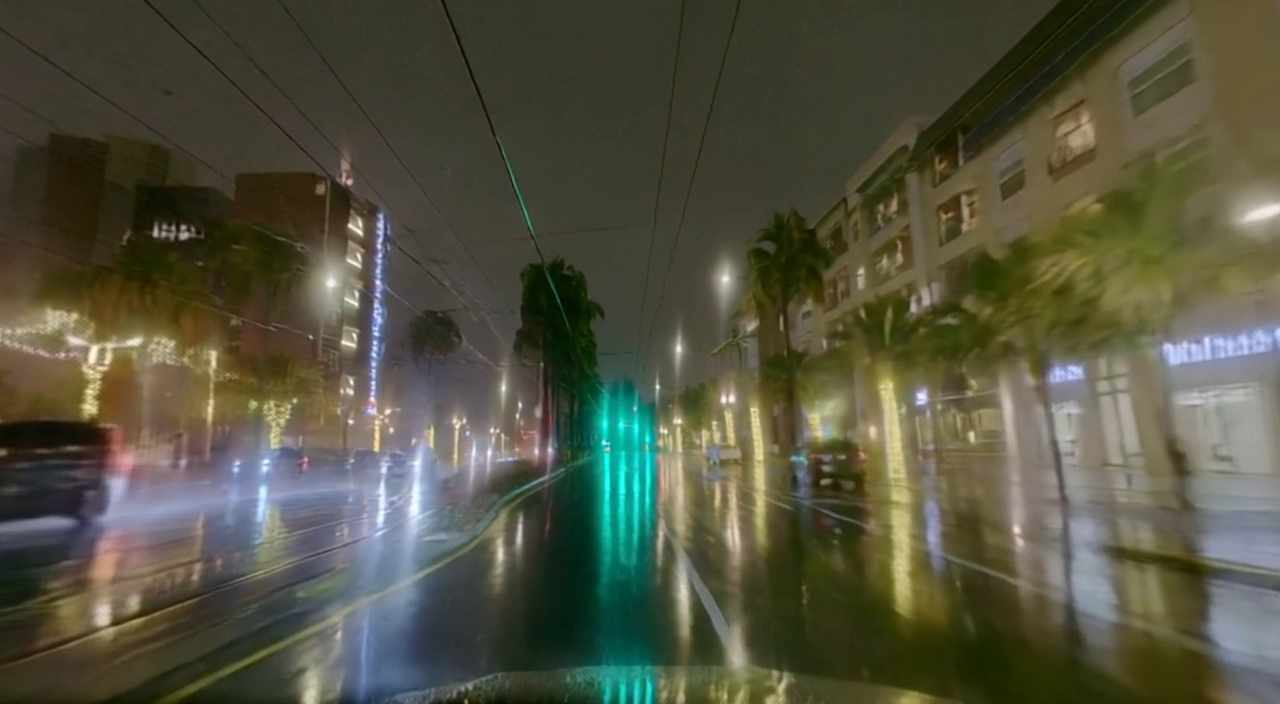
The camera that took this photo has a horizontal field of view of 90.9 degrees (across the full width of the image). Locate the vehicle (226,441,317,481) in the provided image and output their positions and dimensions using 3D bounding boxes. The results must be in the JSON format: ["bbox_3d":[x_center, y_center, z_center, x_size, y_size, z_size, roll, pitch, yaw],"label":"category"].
[{"bbox_3d":[-18.235,5.396,31.450,1.974,1.808,4.373,0,-8,-2],"label":"vehicle"}]

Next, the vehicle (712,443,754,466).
[{"bbox_3d":[6.442,7.183,44.206,1.816,1.488,4.102,1,-9,-7],"label":"vehicle"}]

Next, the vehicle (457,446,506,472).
[{"bbox_3d":[-9.873,6.681,39.566,2.046,1.475,4.426,0,-8,-2],"label":"vehicle"}]

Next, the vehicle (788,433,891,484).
[{"bbox_3d":[7.322,3.953,23.737,1.995,1.677,4.863,0,-8,-4],"label":"vehicle"}]

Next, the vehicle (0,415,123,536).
[{"bbox_3d":[-11.173,1.948,9.921,2.127,1.892,4.655,0,-8,-1],"label":"vehicle"}]

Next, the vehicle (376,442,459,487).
[{"bbox_3d":[-8.688,4.398,24.983,2.013,1.590,4.241,0,-8,-4],"label":"vehicle"}]

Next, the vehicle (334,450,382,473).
[{"bbox_3d":[-18.706,7.234,41.869,1.819,1.450,3.003,0,-8,-1],"label":"vehicle"}]
